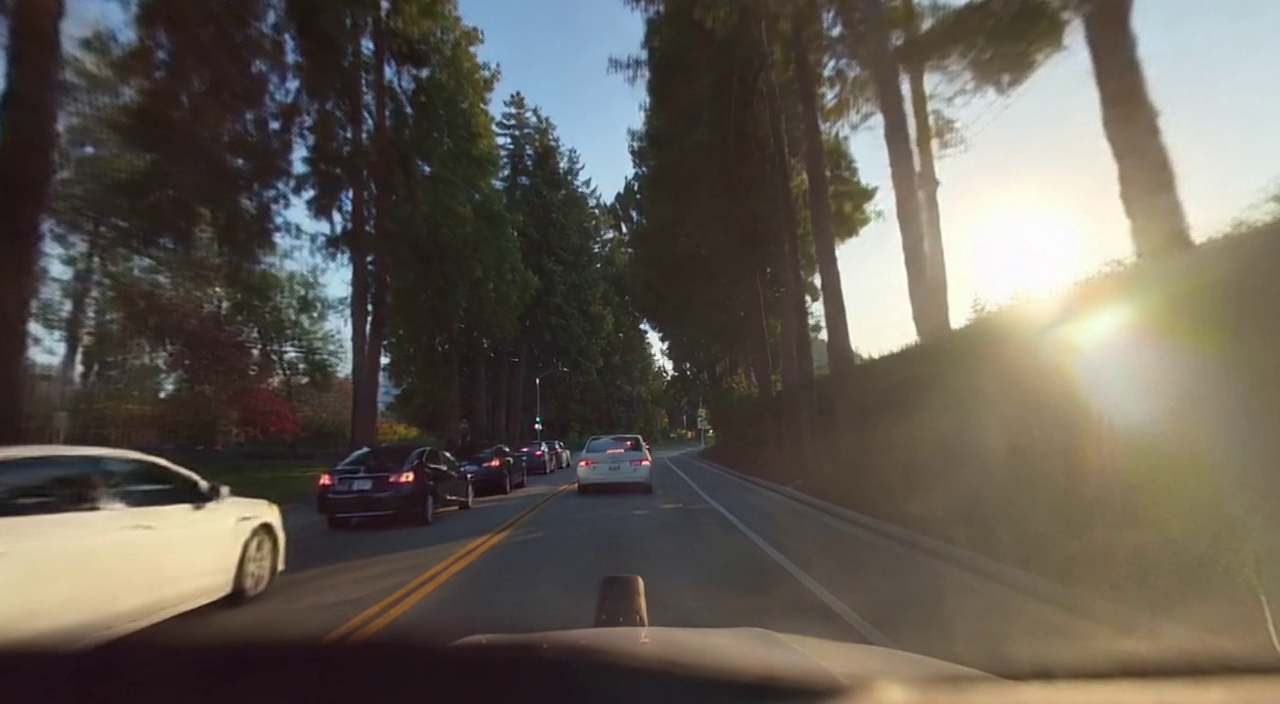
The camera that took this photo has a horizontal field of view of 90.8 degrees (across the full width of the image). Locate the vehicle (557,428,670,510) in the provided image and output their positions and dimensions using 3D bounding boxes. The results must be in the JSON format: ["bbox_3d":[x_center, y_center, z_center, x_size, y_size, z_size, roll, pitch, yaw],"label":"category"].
[{"bbox_3d":[-0.529,2.489,13.943,2.127,1.517,4.090,0,-8,-1],"label":"vehicle"}]

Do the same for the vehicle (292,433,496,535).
[{"bbox_3d":[-3.903,2.138,10.895,1.784,1.408,4.141,0,-8,1],"label":"vehicle"}]

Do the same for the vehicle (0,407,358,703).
[{"bbox_3d":[-3.942,1.166,4.126,1.968,1.459,4.734,0,-8,1],"label":"vehicle"}]
